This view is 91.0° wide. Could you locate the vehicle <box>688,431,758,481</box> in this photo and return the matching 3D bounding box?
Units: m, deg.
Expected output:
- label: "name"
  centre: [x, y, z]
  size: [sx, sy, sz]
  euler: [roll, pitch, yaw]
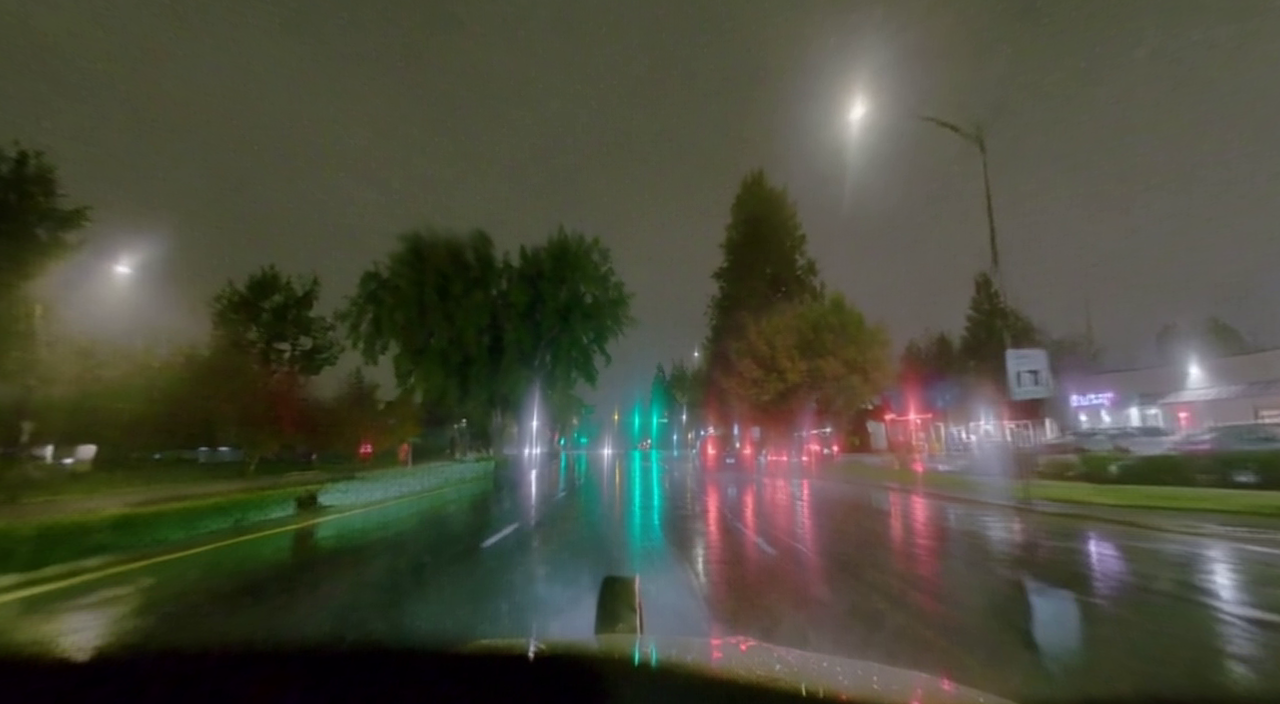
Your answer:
- label: "vehicle"
  centre: [3.148, 4.056, 24.856]
  size: [2.083, 1.743, 4.354]
  euler: [1, -8, -1]
